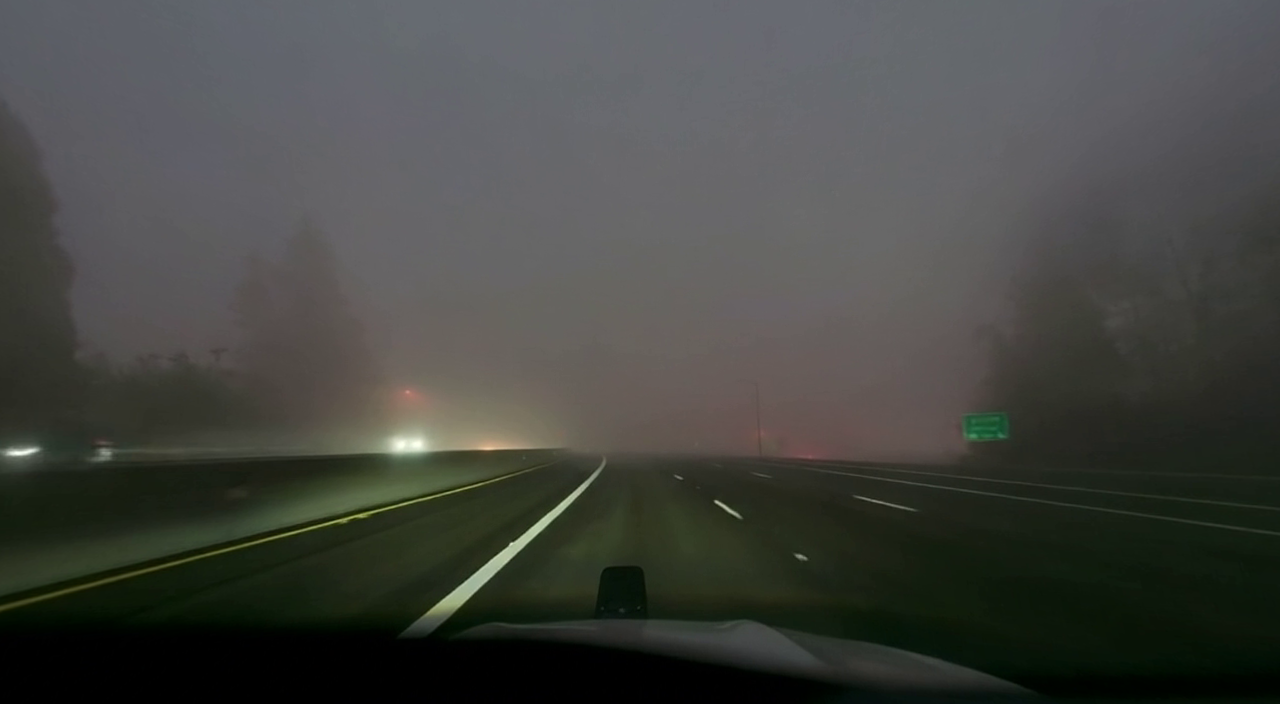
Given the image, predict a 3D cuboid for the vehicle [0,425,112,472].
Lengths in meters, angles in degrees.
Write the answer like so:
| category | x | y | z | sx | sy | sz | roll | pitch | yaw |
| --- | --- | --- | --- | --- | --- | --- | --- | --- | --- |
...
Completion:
| category | x | y | z | sx | sy | sz | roll | pitch | yaw |
| --- | --- | --- | --- | --- | --- | --- | --- | --- | --- |
| vehicle | -24.520 | 3.931 | 25.631 | 2.128 | 1.717 | 4.624 | 0 | -9 | -1 |
